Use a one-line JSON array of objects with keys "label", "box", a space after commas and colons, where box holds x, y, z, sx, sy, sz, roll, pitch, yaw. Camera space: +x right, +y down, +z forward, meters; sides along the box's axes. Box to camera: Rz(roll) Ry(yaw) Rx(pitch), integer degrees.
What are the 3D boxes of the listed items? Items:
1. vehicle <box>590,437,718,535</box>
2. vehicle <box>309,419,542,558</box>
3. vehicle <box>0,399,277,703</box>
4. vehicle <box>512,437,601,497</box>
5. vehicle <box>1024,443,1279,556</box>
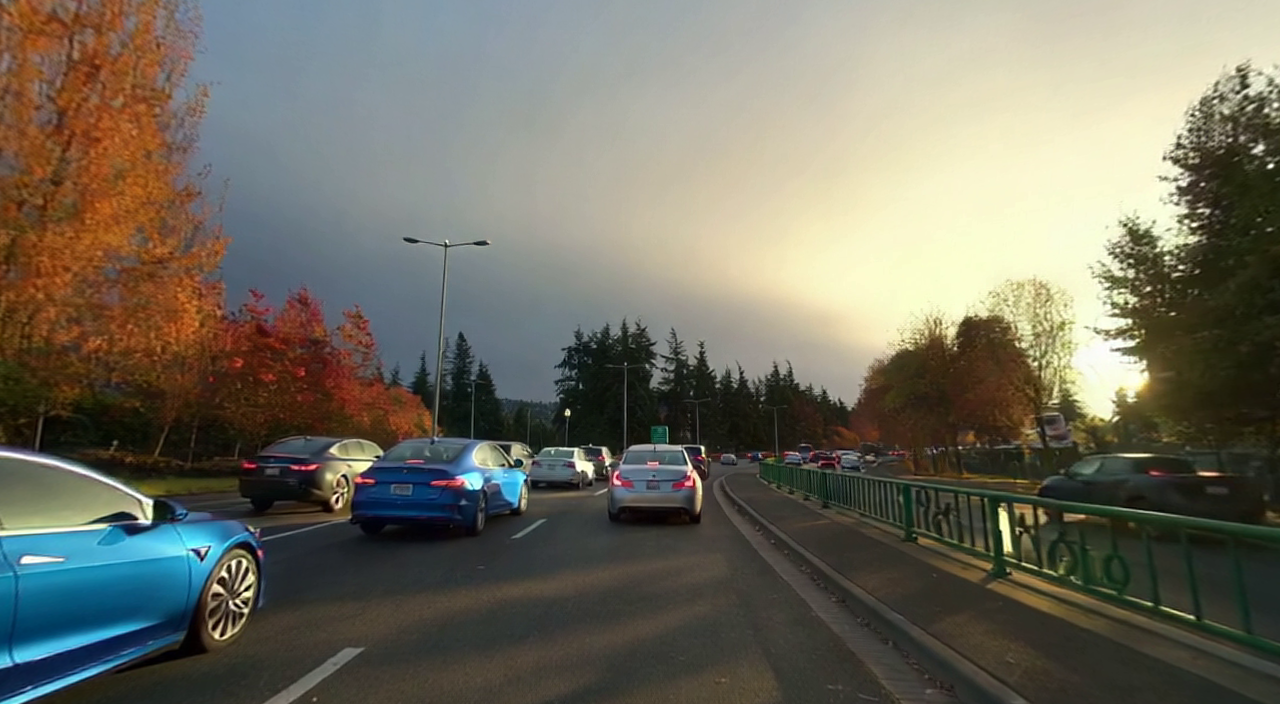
[{"label": "vehicle", "box": [0.312, 2.439, 12.146, 2.015, 1.506, 4.276, 0, -9, 2]}, {"label": "vehicle", "box": [-2.988, 2.010, 10.024, 1.979, 1.663, 4.513, 0, -9, 2]}, {"label": "vehicle", "box": [-3.488, 0.881, 2.103, 1.921, 1.503, 4.317, 0, -9, 1]}, {"label": "vehicle", "box": [-2.432, 3.495, 19.521, 1.930, 1.635, 4.260, 0, -9, 3]}, {"label": "vehicle", "box": [10.175, 2.737, 12.551, 2.121, 1.777, 4.755, 0, -9, 2]}]
